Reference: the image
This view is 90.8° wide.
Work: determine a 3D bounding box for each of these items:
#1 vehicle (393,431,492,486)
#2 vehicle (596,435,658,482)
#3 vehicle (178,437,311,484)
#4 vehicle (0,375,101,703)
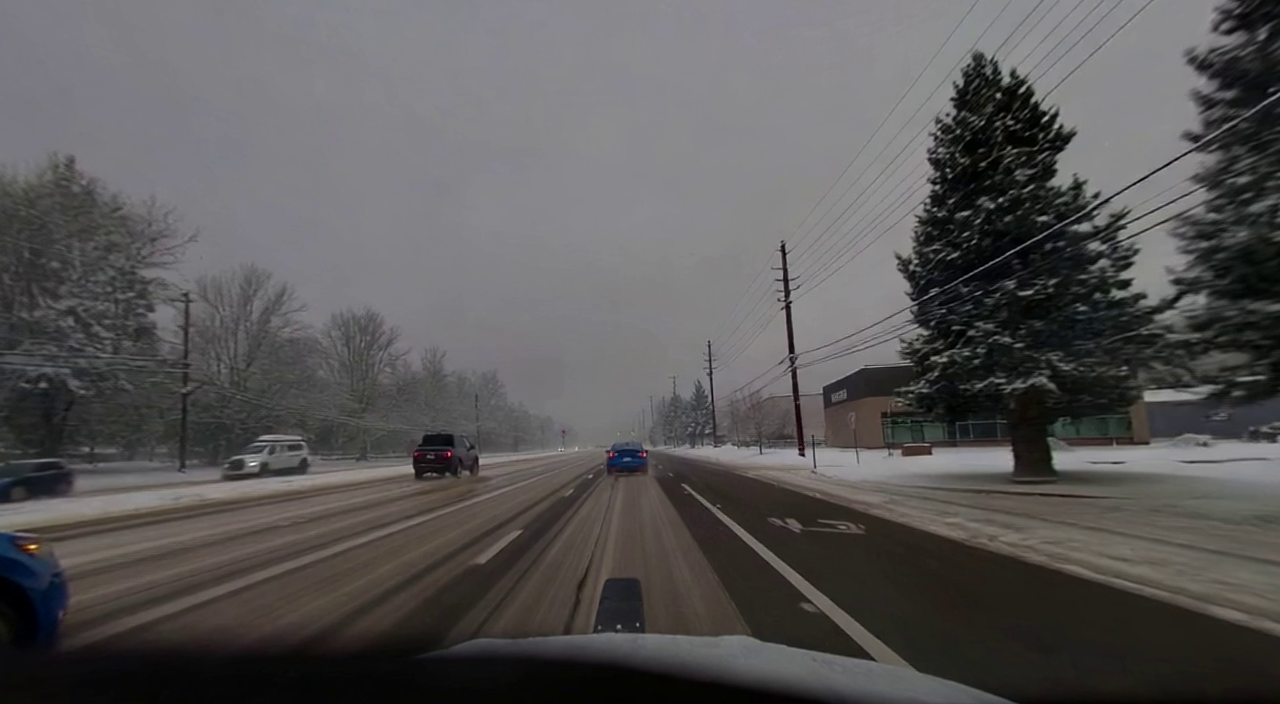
[{"bbox_3d":[-7.167,3.924,23.542,2.203,1.819,4.547,0,-8,0],"label":"vehicle"},{"bbox_3d":[-0.487,4.105,24.616,2.189,1.652,4.135,0,-8,0],"label":"vehicle"},{"bbox_3d":[-18.383,5.072,29.848,2.267,1.962,5.820,-1,-8,3],"label":"vehicle"},{"bbox_3d":[-3.689,0.611,0.650,1.985,1.607,4.892,0,-8,-1],"label":"vehicle"}]
